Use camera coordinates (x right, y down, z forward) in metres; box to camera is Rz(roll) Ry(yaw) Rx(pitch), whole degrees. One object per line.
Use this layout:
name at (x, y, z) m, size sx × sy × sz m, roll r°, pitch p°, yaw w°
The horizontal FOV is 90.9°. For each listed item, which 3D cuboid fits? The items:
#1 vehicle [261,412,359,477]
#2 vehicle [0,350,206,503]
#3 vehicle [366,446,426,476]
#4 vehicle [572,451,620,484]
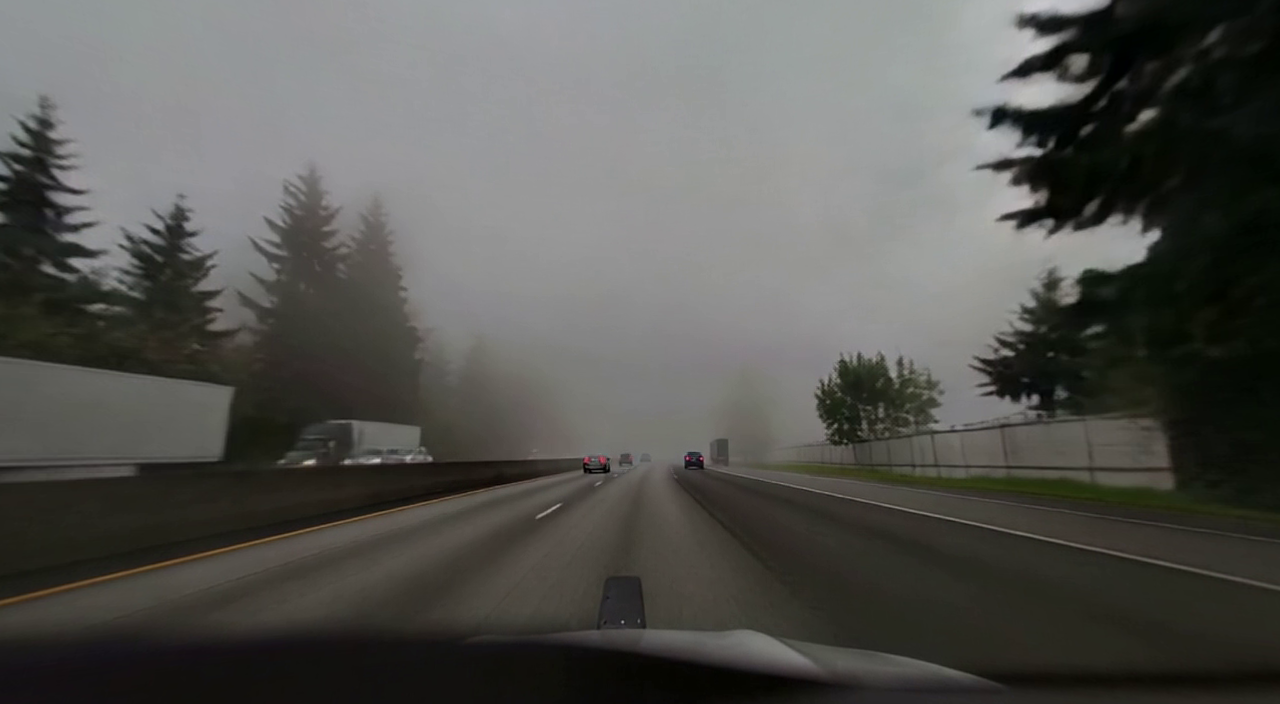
vehicle at (-21.392, 6.084, 41.313) m, size 2.925 × 3.888 × 5.821 m, roll -1°, pitch -9°, yaw 2°
vehicle at (-18.643, 2.102, 17.503) m, size 3.117 × 4.012 × 13.946 m, roll 0°, pitch -9°, yaw 1°
vehicle at (-17.040, 7.634, 44.373) m, size 2.095 × 1.943 × 5.068 m, roll 0°, pitch -9°, yaw 1°
vehicle at (-2.119, 5.752, 31.709) m, size 2.035 × 1.513 × 4.272 m, roll 0°, pitch -9°, yaw 1°
